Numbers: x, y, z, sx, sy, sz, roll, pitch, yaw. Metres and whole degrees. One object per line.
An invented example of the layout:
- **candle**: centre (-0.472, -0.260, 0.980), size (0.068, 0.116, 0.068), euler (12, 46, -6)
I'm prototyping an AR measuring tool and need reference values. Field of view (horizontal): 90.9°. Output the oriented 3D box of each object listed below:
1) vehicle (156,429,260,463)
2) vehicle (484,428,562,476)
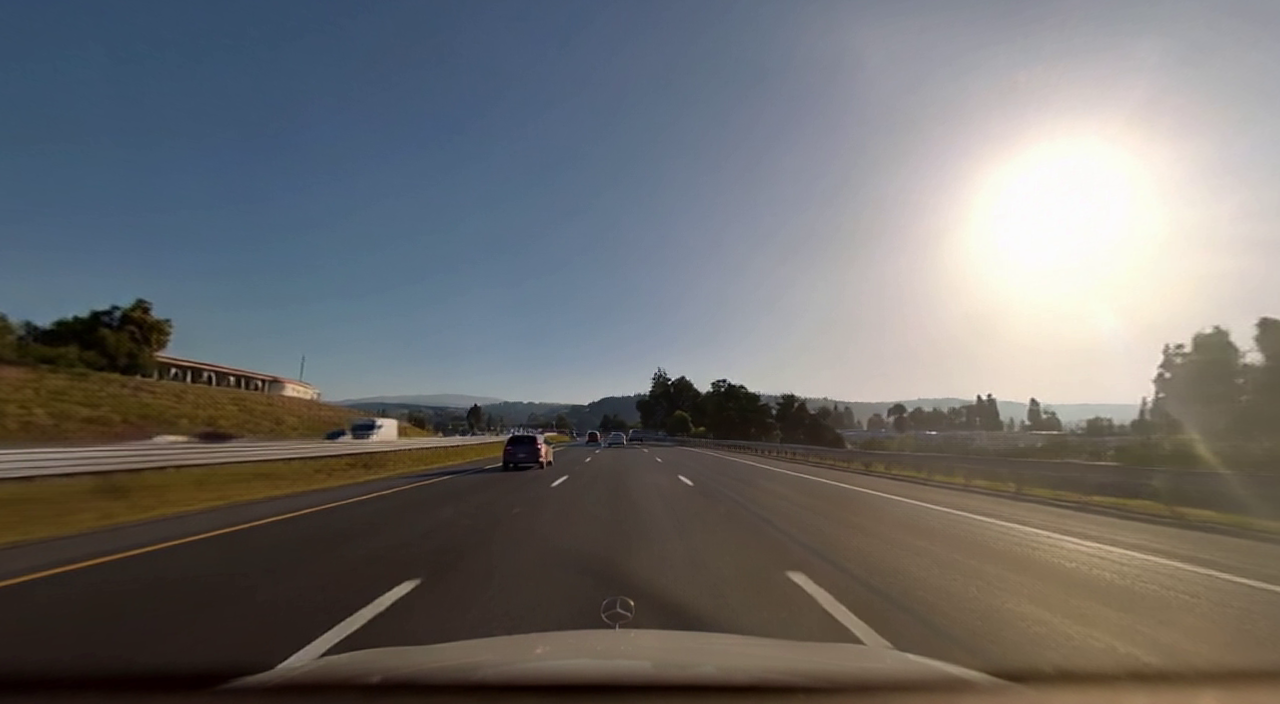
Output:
- **vehicle**: centre (-20.002, 4.356, 29.456), size (1.799, 1.449, 4.453), euler (0, -8, -2)
- **vehicle**: centre (-4.179, 3.630, 23.237), size (2.062, 1.591, 4.156), euler (0, -8, 0)
